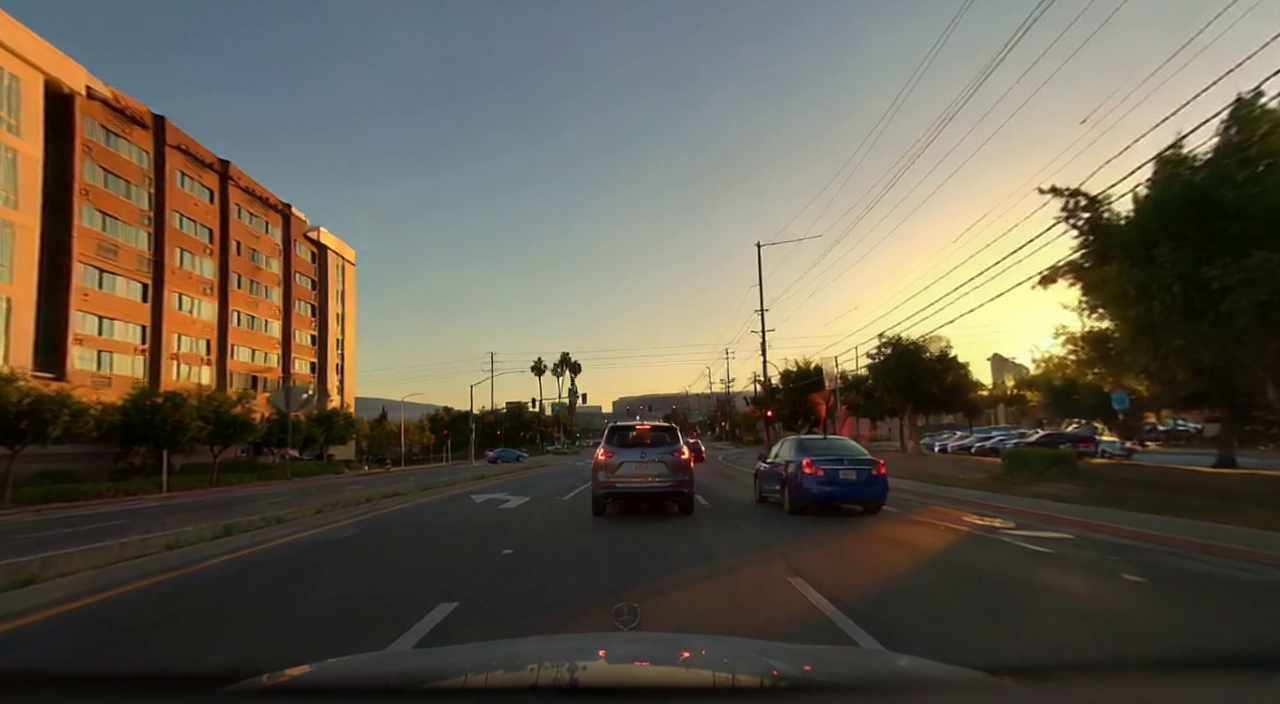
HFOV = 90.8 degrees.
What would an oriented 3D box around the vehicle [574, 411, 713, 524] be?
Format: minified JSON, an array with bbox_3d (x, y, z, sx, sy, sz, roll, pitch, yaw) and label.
[{"bbox_3d":[0.069,2.159,12.279,2.189,1.776,4.342,0,-8,0],"label":"vehicle"}]

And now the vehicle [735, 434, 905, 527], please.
[{"bbox_3d":[3.231,2.400,12.461,1.990,1.482,4.575,0,-8,0],"label":"vehicle"}]
